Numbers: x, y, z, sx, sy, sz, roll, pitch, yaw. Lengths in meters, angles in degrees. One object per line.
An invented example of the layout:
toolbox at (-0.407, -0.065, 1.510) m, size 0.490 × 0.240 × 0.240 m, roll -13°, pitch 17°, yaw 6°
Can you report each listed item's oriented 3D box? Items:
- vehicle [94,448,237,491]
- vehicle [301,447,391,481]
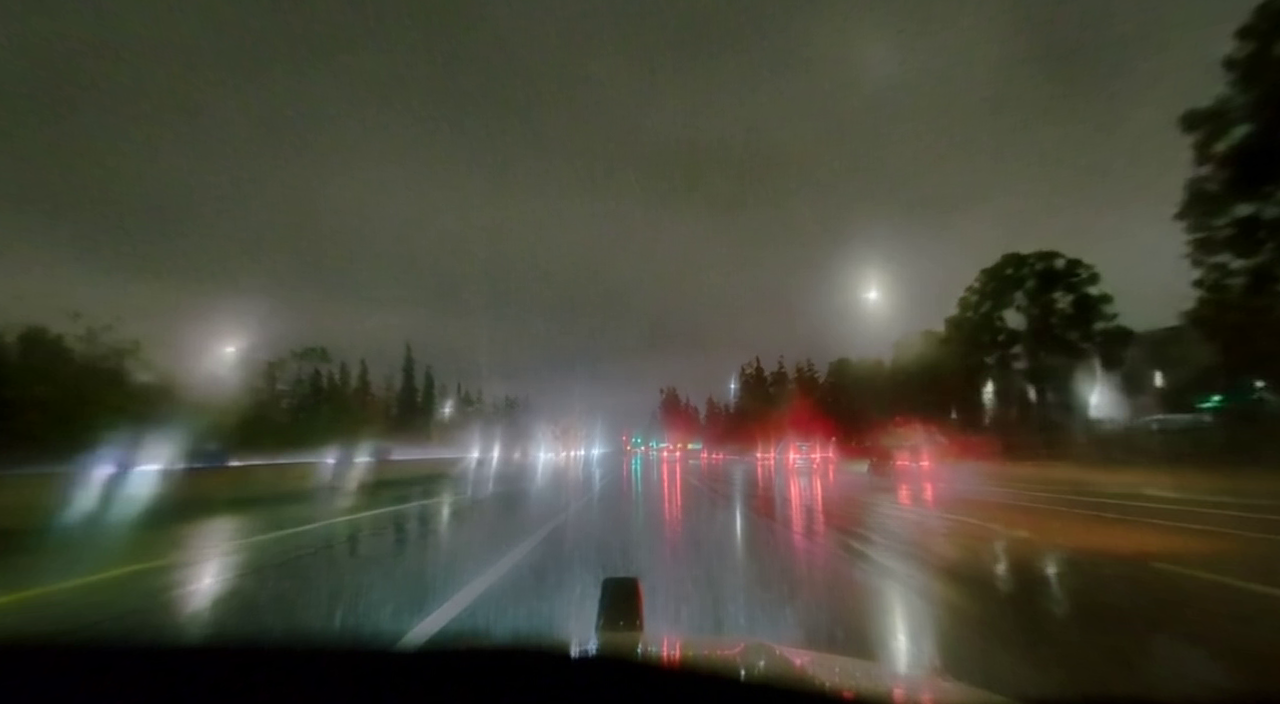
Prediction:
vehicle at (-17.426, 4.299, 23.543) m, size 1.890 × 1.429 × 4.410 m, roll 0°, pitch -9°, yaw 0°
vehicle at (-13.822, 5.276, 30.046) m, size 2.069 × 1.493 × 4.539 m, roll 0°, pitch -9°, yaw 0°
